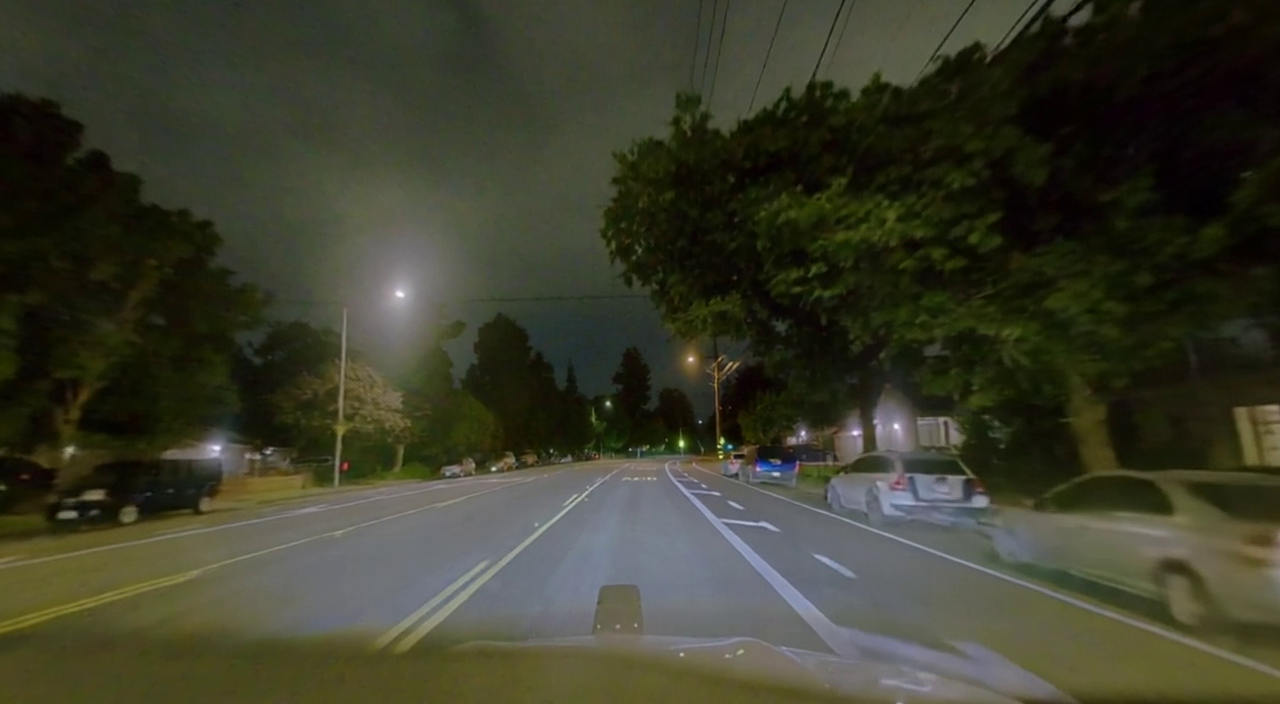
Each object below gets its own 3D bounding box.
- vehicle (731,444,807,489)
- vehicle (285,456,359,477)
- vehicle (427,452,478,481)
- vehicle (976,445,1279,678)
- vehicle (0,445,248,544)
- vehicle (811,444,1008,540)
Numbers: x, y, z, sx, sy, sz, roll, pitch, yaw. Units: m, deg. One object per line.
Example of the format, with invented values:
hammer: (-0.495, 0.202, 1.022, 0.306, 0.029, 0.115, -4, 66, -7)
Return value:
vehicle: (5.120, 4.624, 25.823, 2.009, 1.649, 5.156, 0, -9, 0)
vehicle: (-23.255, 8.378, 46.121, 4.326, 1.468, 2.025, 0, -9, 2)
vehicle: (-12.051, 7.385, 40.715, 1.907, 1.612, 4.594, -3, -10, 1)
vehicle: (5.035, 1.543, 5.366, 1.924, 1.471, 4.259, 0, -9, -1)
vehicle: (-12.049, 3.290, 15.289, 2.116, 1.875, 4.675, -3, -9, -1)
vehicle: (4.959, 2.600, 12.400, 1.978, 1.529, 4.357, 0, -9, 1)
